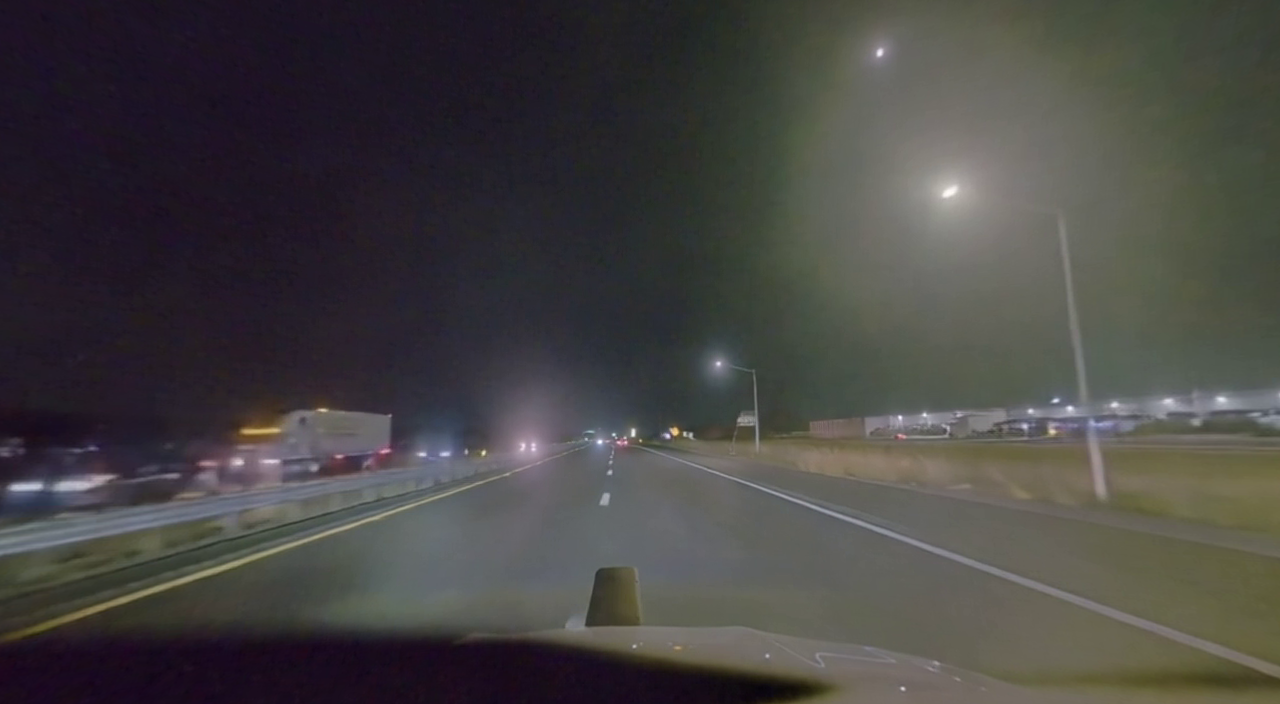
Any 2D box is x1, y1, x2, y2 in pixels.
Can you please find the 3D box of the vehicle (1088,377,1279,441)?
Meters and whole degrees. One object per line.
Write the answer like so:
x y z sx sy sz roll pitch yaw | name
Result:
41.605 4.816 49.288 2.920 4.068 15.213 -5 -8 5 | vehicle

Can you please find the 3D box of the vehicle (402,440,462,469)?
-11.629 5.713 35.460 1.916 1.506 4.371 0 -8 -1 | vehicle

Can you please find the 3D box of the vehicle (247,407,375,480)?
-16.086 4.552 31.459 2.744 3.204 7.013 0 -8 -2 | vehicle
